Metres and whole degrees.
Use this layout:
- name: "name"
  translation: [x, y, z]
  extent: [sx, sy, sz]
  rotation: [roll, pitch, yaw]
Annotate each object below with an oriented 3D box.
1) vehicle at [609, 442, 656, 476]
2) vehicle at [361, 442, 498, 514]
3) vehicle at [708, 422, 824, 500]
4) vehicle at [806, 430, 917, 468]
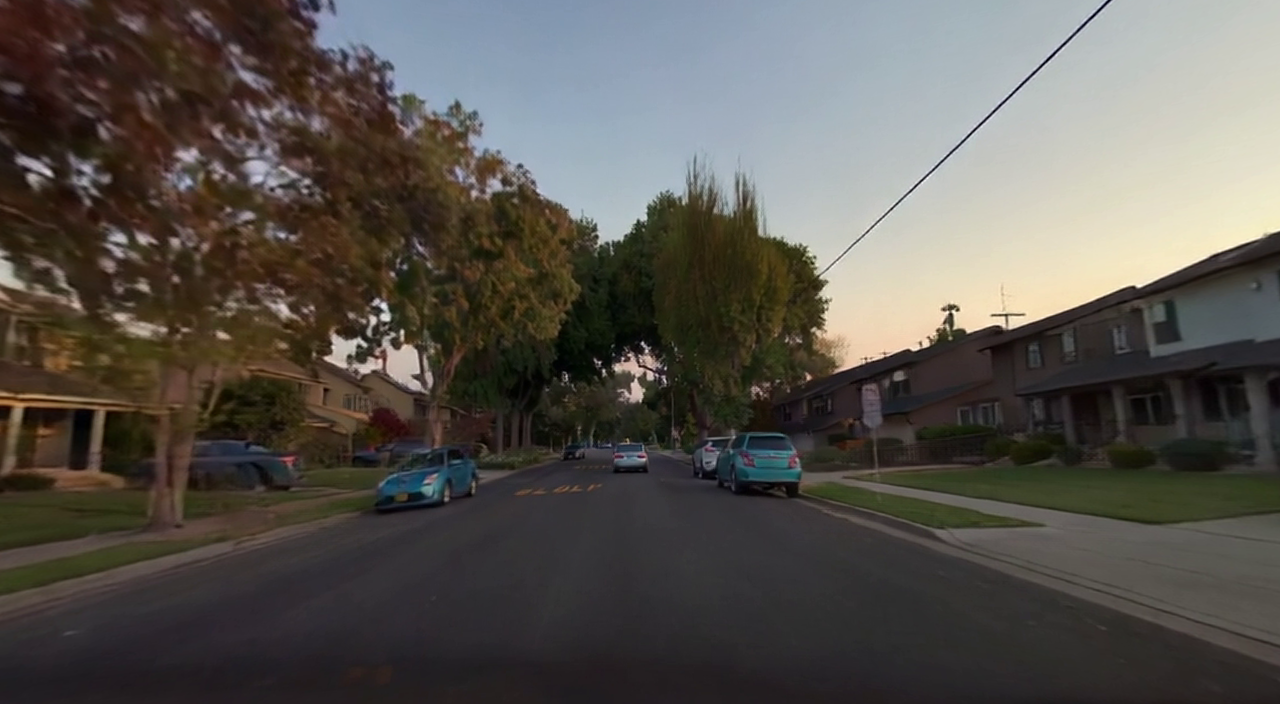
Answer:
- name: "vehicle"
  translation: [-0.361, 4.831, 28.815]
  extent: [2.000, 1.449, 4.006]
  rotation: [0, -8, -1]
- name: "vehicle"
  translation: [-5.385, 3.226, 16.825]
  extent: [1.984, 1.498, 4.508]
  rotation: [-3, -8, 2]
- name: "vehicle"
  translation: [3.481, 3.134, 18.606]
  extent: [2.221, 1.960, 4.927]
  rotation: [0, -8, -2]
- name: "vehicle"
  translation: [10.935, 4.809, 31.433]
  extent: [4.730, 1.504, 1.894]
  rotation: [-4, -8, 0]
